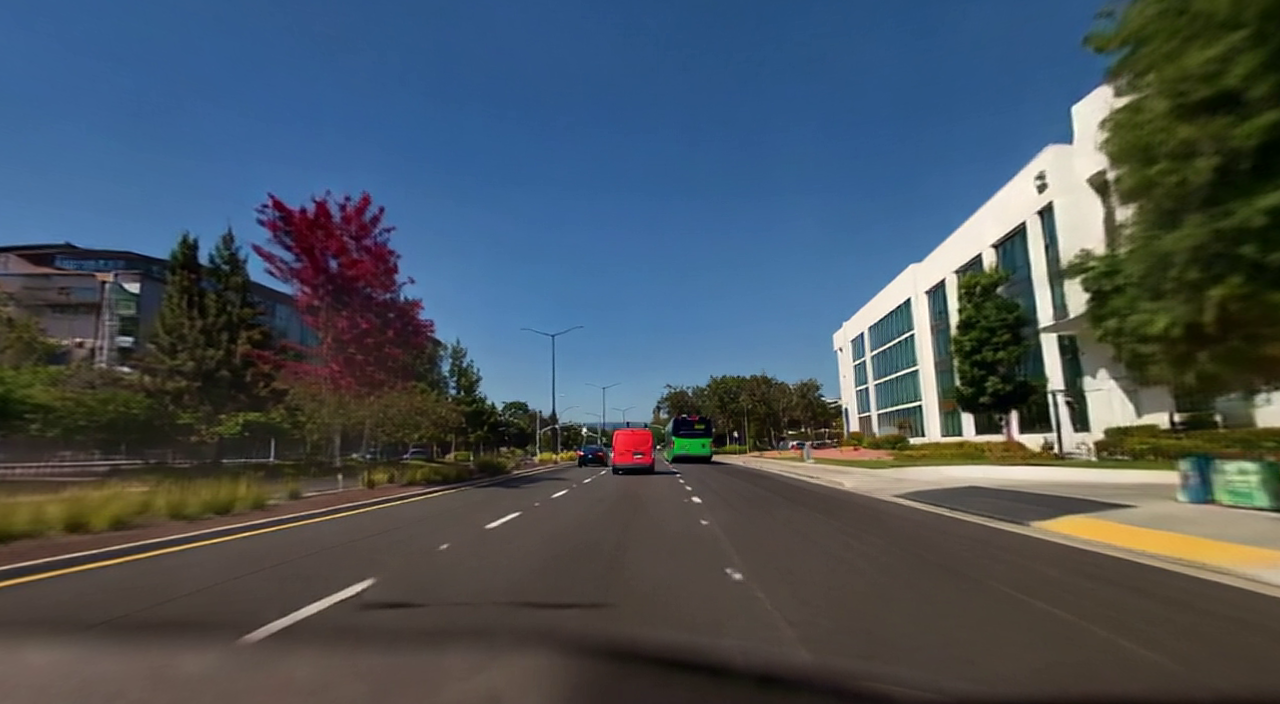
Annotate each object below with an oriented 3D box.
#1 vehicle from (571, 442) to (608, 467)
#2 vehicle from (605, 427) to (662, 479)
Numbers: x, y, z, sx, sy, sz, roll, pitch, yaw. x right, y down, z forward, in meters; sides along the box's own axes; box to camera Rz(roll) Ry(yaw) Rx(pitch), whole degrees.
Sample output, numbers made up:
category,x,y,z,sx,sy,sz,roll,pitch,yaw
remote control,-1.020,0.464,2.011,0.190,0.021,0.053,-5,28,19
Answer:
category,x,y,z,sx,sy,sz,roll,pitch,yaw
vehicle,-3.498,7.205,44.537,2.109,1.672,4.256,-1,-9,2
vehicle,-0.192,4.573,28.770,2.336,2.122,5.207,-1,-9,2
